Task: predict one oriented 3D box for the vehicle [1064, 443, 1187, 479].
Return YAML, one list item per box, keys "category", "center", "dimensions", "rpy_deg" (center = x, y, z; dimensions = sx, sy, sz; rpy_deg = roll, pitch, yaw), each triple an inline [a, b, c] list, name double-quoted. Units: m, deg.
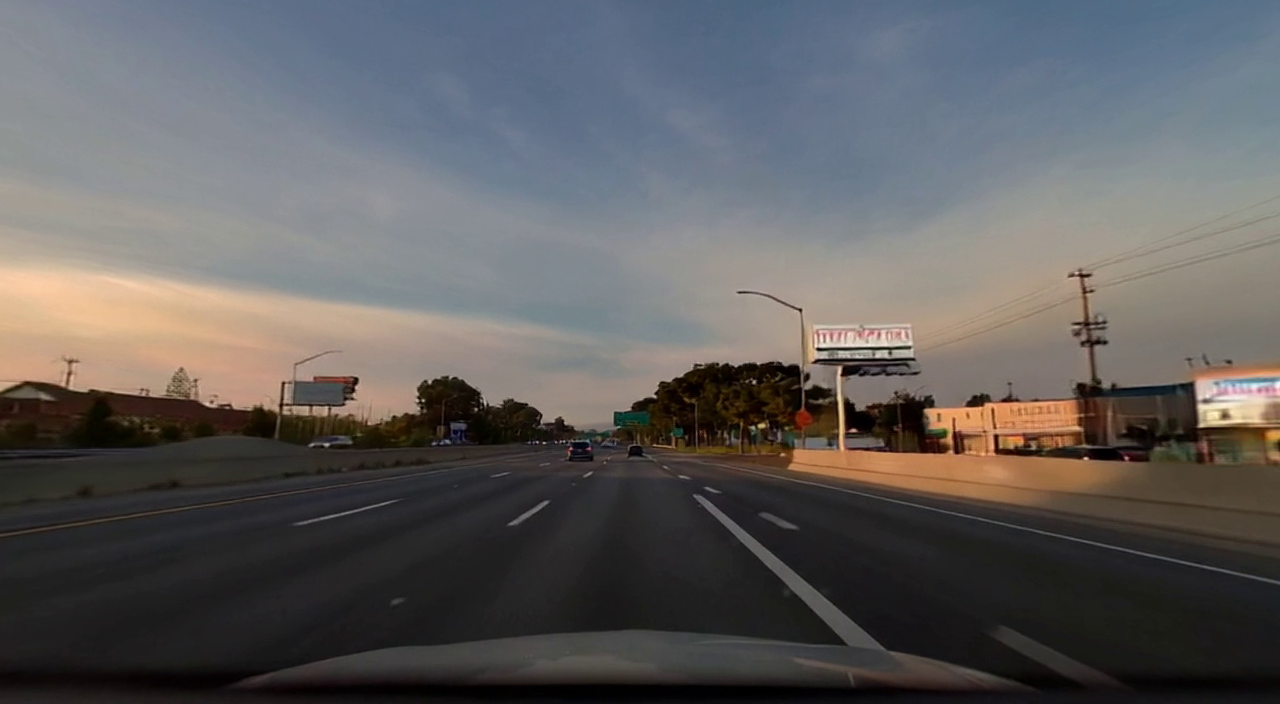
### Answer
- category: "vehicle"
  center: [26.081, 5.844, 34.218]
  dimensions: [1.972, 1.749, 5.464]
  rpy_deg: [1, -8, -6]
